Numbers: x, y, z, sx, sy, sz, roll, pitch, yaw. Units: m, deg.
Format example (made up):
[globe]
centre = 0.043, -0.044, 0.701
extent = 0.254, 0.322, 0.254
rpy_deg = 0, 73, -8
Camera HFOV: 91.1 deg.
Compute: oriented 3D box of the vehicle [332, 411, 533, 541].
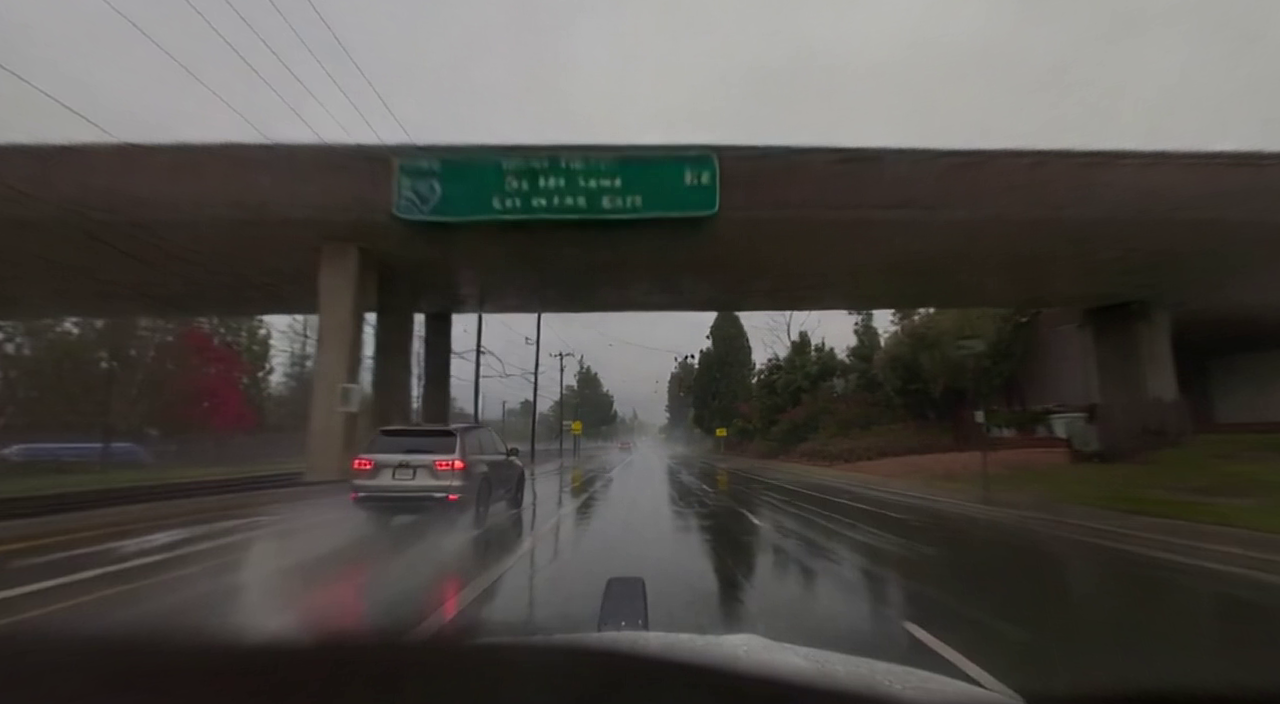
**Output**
[vehicle]
centre = -3.152, 1.967, 10.620
extent = 1.882, 1.704, 4.335
rpy_deg = -1, -8, 1
